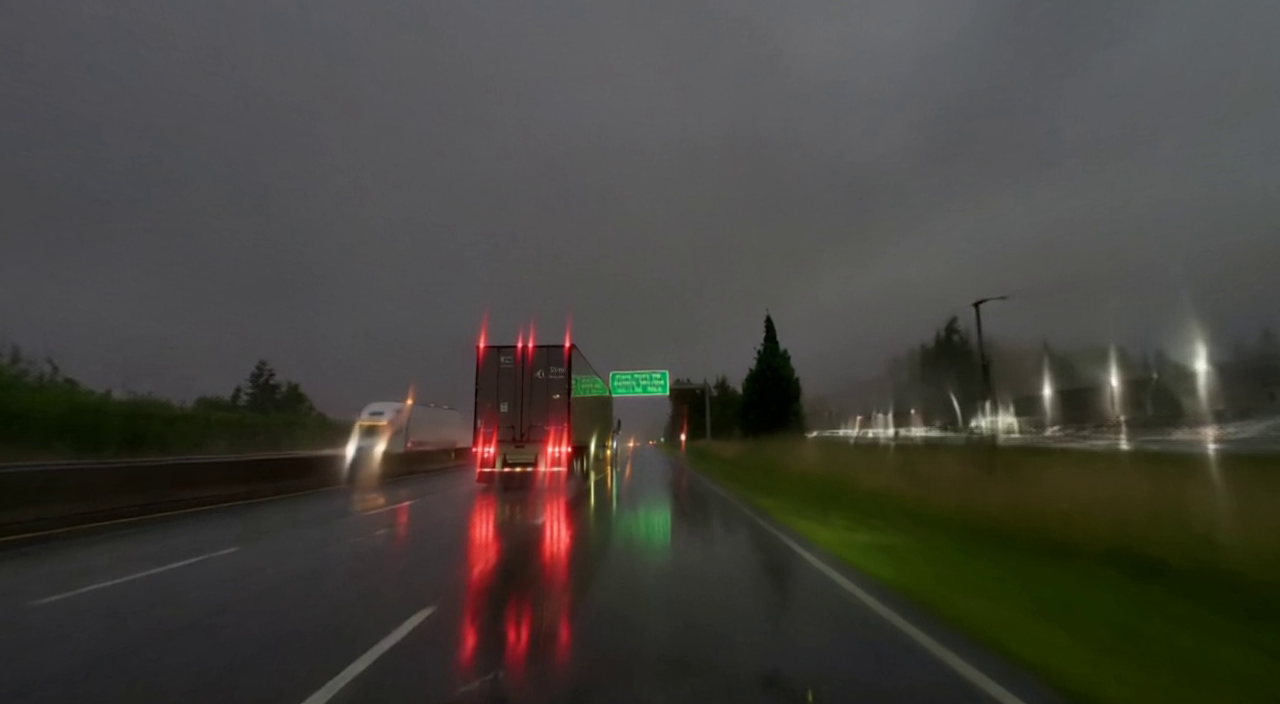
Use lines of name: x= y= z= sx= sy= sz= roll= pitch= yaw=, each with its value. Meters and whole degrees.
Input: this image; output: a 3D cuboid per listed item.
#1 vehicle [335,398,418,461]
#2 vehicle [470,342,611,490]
vehicle: x=-17.802 y=5.349 z=42.951 sx=2.973 sy=3.958 sz=5.603 roll=0 pitch=-8 yaw=1
vehicle: x=-3.033 y=2.771 z=24.386 sx=2.947 sy=4.051 sz=14.256 roll=0 pitch=-8 yaw=1
